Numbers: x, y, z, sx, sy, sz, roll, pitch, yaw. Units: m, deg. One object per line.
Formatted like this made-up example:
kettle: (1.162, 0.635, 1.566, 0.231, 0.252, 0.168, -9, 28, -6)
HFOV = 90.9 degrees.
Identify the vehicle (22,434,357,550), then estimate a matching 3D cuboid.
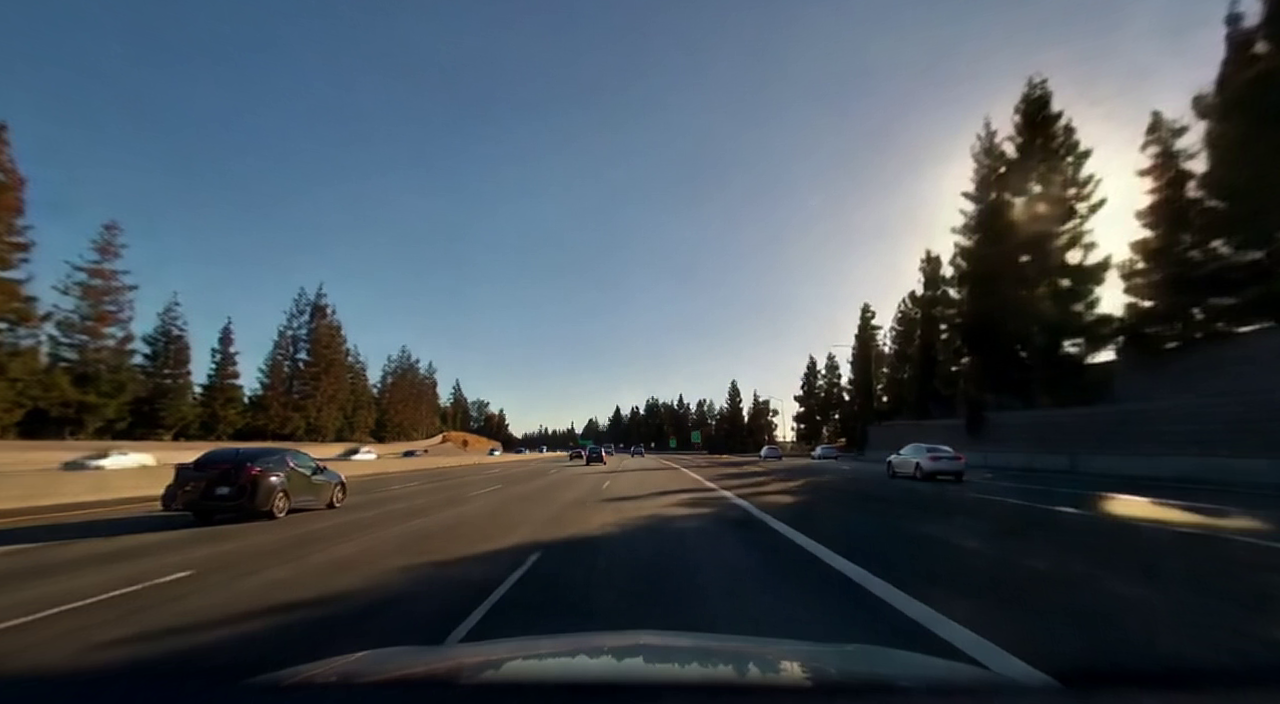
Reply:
vehicle: (-6.820, 2.128, 10.429, 2.038, 1.463, 4.656, 0, -8, 1)

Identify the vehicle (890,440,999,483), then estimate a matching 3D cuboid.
vehicle: (11.928, 4.309, 25.183, 2.201, 1.535, 4.735, 0, -8, 3)
